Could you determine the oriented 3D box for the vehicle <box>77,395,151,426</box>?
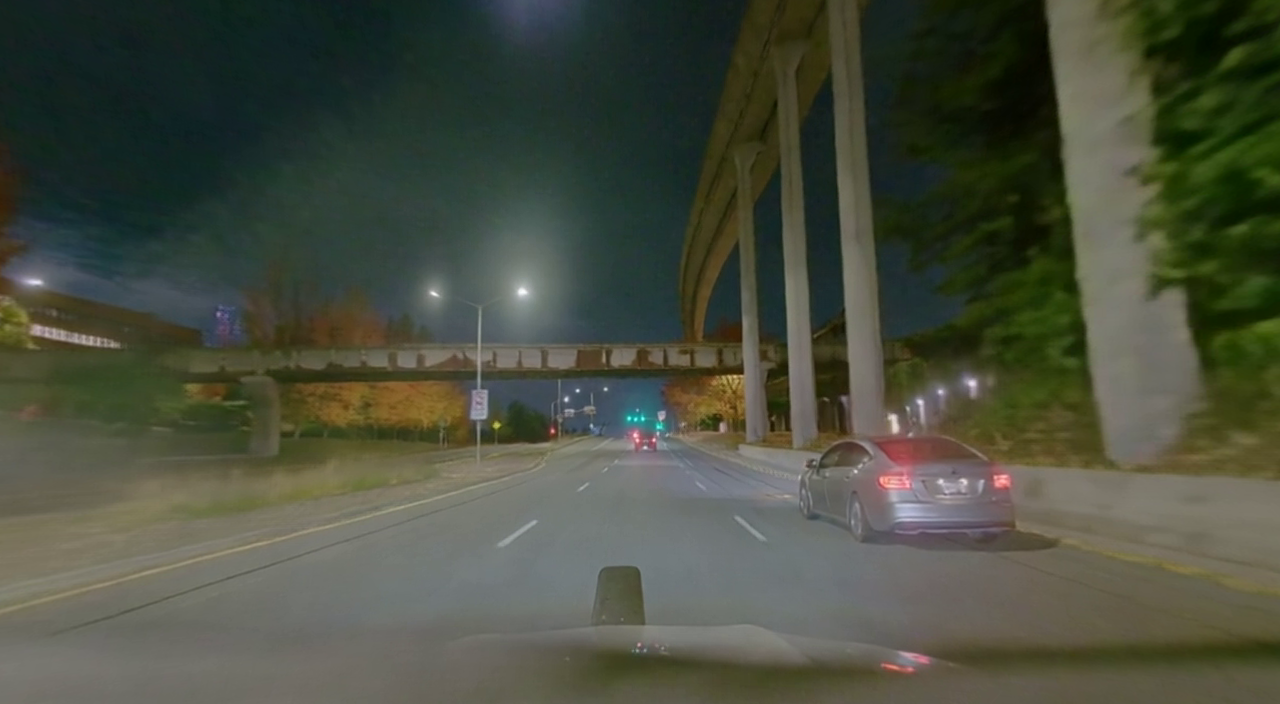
[{"bbox_3d":[-39.063,4.448,46.947,2.058,1.936,5.826,2,-9,-18],"label":"vehicle"}]

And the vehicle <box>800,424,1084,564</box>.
[{"bbox_3d":[3.939,1.927,9.303,2.063,1.542,4.420,-1,-9,1],"label":"vehicle"}]
